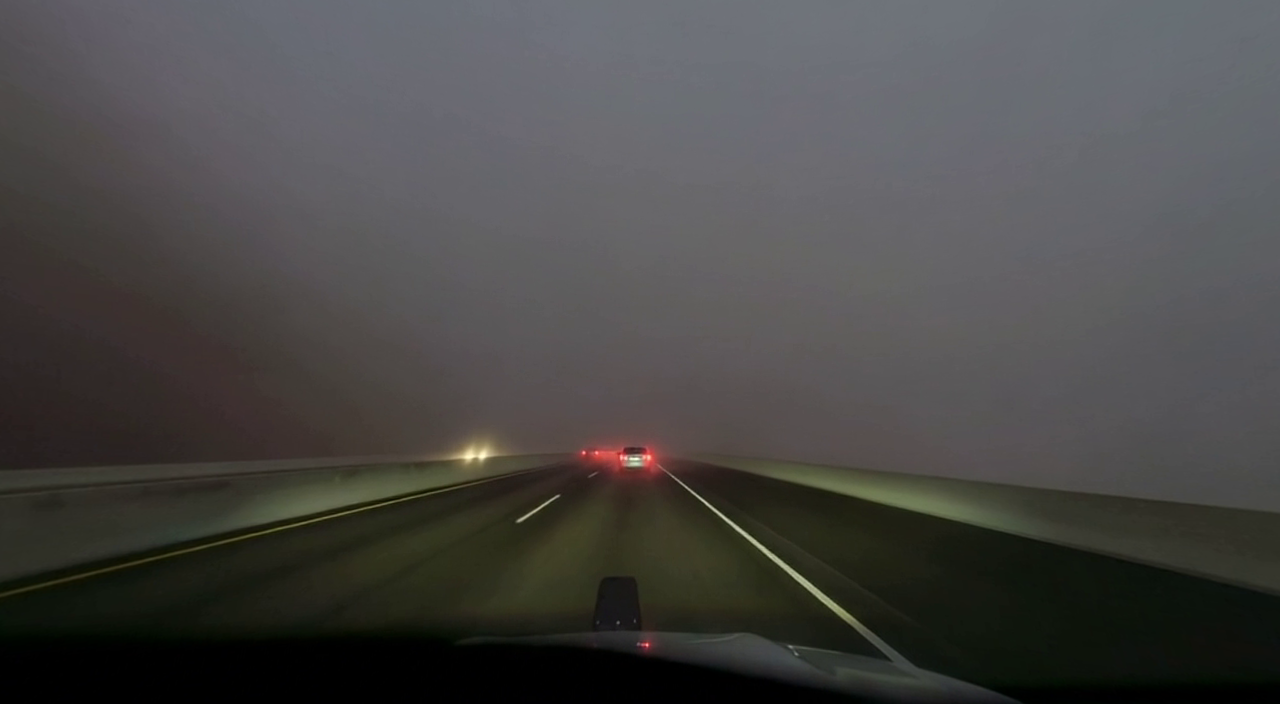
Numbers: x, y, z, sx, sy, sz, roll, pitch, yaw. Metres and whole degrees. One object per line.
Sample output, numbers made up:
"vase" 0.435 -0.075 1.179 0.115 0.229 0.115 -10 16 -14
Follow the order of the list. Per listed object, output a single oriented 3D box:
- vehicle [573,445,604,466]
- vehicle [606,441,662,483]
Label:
"vehicle" -3.838 7.777 47.204 1.994 1.470 3.752 -1 -9 -1
"vehicle" -0.266 4.379 25.175 2.066 1.490 3.759 0 -9 -1
